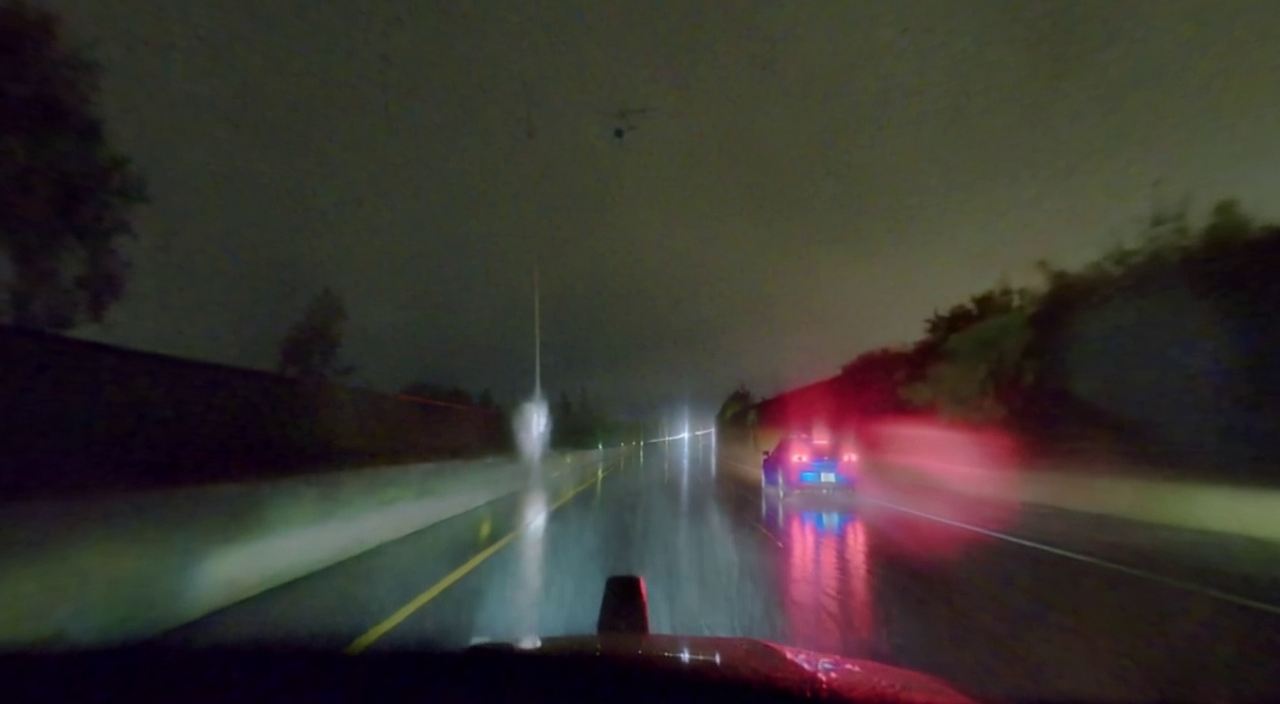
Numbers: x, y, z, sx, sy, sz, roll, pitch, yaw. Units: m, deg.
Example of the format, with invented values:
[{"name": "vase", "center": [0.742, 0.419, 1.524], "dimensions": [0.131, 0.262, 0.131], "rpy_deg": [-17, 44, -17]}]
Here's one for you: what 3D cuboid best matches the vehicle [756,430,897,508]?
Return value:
[{"name": "vehicle", "center": [4.095, 2.644, 14.631], "dimensions": [1.997, 1.515, 4.025], "rpy_deg": [-1, -8, 0]}]
